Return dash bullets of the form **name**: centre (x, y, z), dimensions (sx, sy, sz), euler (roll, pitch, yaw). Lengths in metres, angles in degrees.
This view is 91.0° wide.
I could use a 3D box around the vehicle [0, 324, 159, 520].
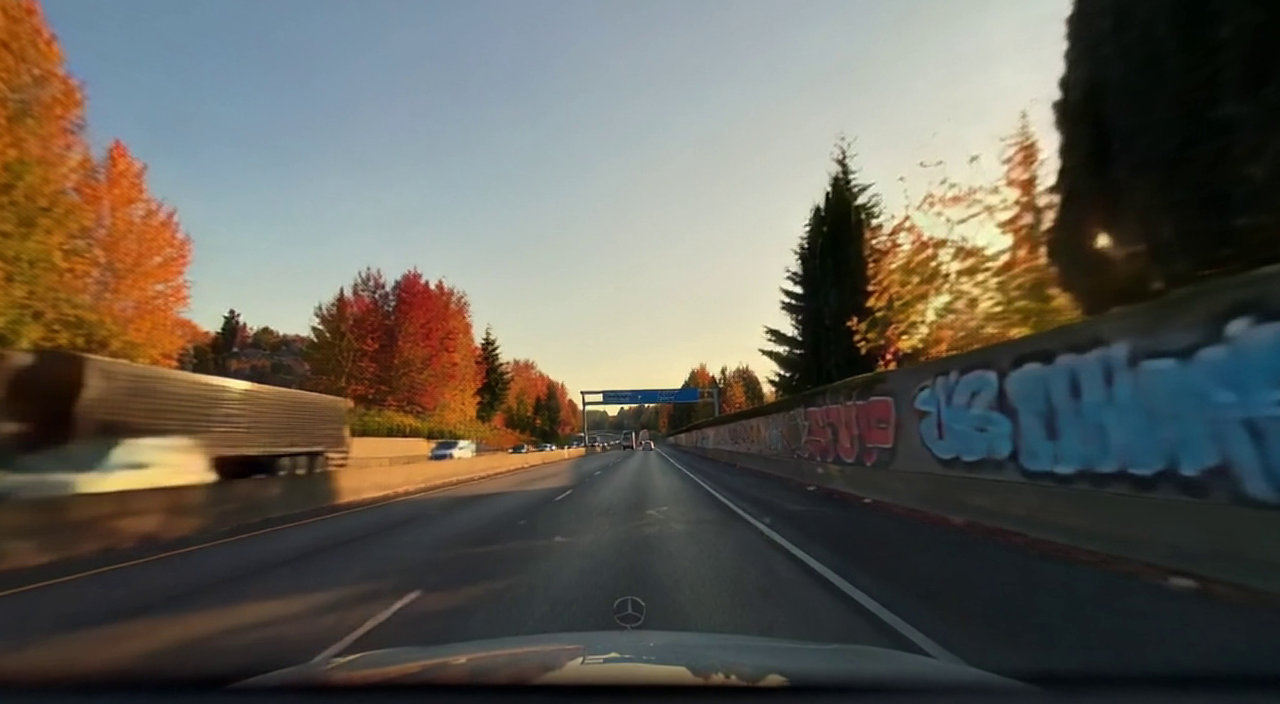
- **vehicle**: centre (-15.165, 1.661, 14.574), dimensions (3.033, 4.136, 5.972), euler (1, -8, 0)
